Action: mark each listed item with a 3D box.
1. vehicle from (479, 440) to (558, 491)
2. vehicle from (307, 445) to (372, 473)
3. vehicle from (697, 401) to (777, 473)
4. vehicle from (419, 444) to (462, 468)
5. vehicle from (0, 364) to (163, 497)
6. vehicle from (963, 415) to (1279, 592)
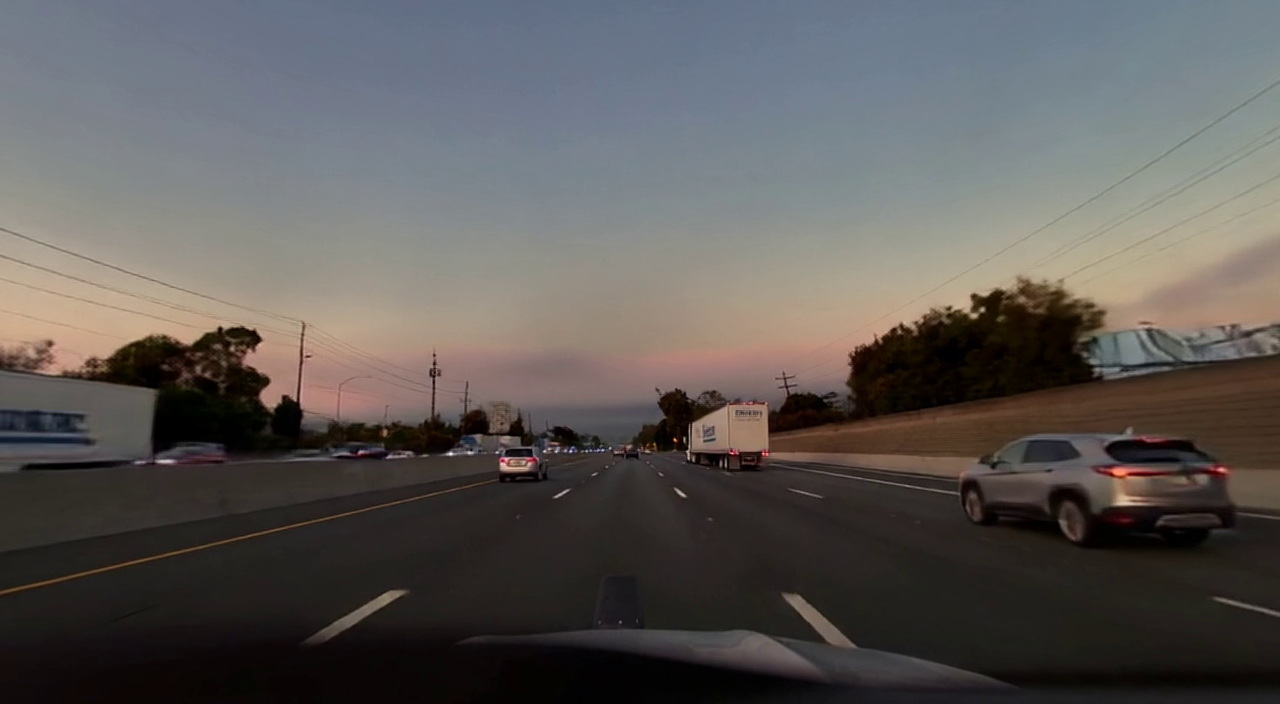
[{"bbox_3d":[-4.248,4.042,22.821,2.027,1.651,4.099,0,-9,0],"label":"vehicle"},{"bbox_3d":[-17.527,6.248,37.032,1.975,1.557,3.814,0,-9,-1],"label":"vehicle"},{"bbox_3d":[6.465,6.219,45.292,2.919,4.195,15.833,0,-9,-1],"label":"vehicle"},{"bbox_3d":[-13.527,7.084,43.103,1.734,1.554,3.743,0,-9,-1],"label":"vehicle"},{"bbox_3d":[-20.572,2.193,17.888,2.870,3.936,14.771,0,-9,-1],"label":"vehicle"},{"bbox_3d":[6.395,1.767,8.222,1.991,1.647,4.409,0,-9,-1],"label":"vehicle"}]
